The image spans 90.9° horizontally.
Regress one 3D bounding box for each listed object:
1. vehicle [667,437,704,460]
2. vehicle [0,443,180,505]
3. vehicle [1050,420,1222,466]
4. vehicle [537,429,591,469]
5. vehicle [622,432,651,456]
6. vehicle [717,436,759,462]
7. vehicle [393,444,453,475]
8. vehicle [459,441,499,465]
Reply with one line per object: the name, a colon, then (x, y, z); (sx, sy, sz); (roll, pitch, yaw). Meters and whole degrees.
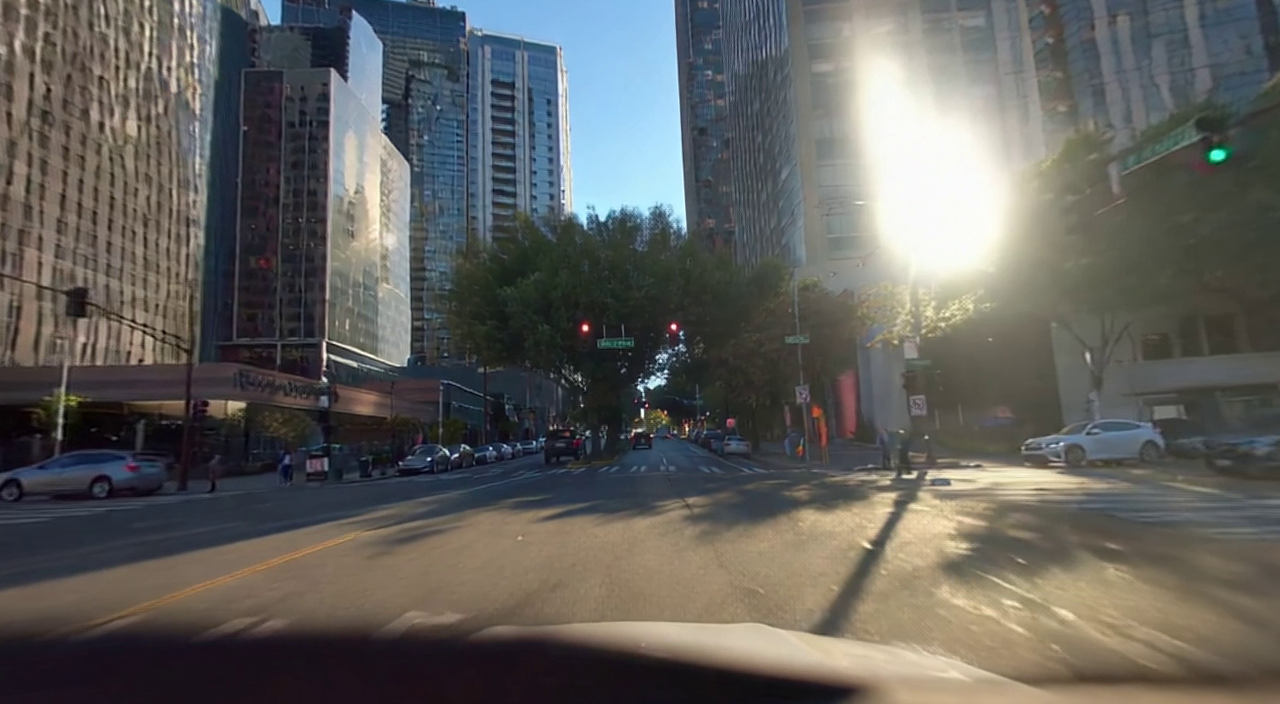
vehicle: (2.719, 5.912, 38.768); (1.919, 1.371, 3.583); (0, -8, -2)
vehicle: (-21.588, 4.721, 24.653); (5.283, 1.959, 2.453); (-3, -7, -1)
vehicle: (17.078, 3.163, 21.885); (4.293, 1.495, 1.935); (0, -8, 0)
vehicle: (-3.870, 5.042, 32.943); (2.176, 1.804, 4.740); (-3, -8, 0)
vehicle: (-0.253, 7.241, 49.815); (2.165, 1.749, 4.078); (0, -8, 0)
vehicle: (6.023, 5.990, 39.331); (1.882, 1.479, 4.652); (1, -8, 0)
vehicle: (-12.710, 6.280, 37.221); (2.118, 1.644, 4.188); (0, -8, -1)
vehicle: (-12.297, 7.686, 48.388); (1.854, 1.727, 4.426); (0, -8, 1)
